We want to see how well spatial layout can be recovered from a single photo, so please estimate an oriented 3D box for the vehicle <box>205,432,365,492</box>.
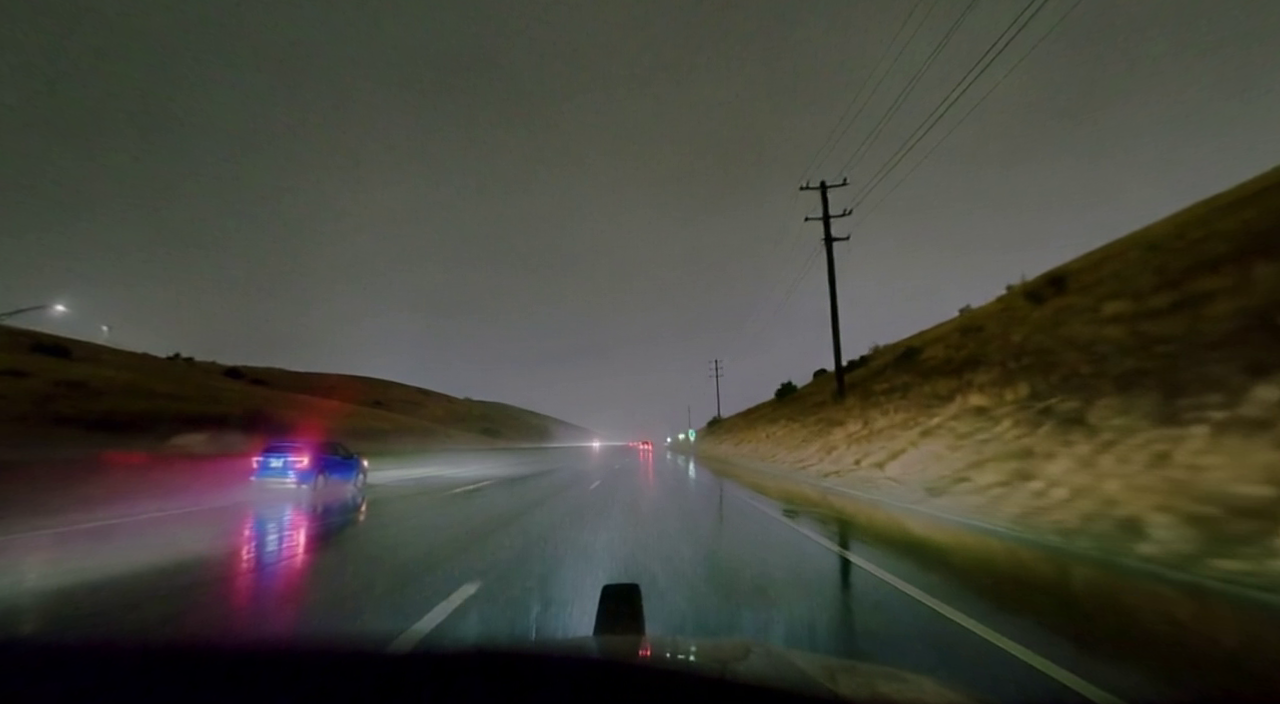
[{"bbox_3d":[-10.482,3.278,19.150,1.971,1.558,4.847,1,-8,1],"label":"vehicle"}]
